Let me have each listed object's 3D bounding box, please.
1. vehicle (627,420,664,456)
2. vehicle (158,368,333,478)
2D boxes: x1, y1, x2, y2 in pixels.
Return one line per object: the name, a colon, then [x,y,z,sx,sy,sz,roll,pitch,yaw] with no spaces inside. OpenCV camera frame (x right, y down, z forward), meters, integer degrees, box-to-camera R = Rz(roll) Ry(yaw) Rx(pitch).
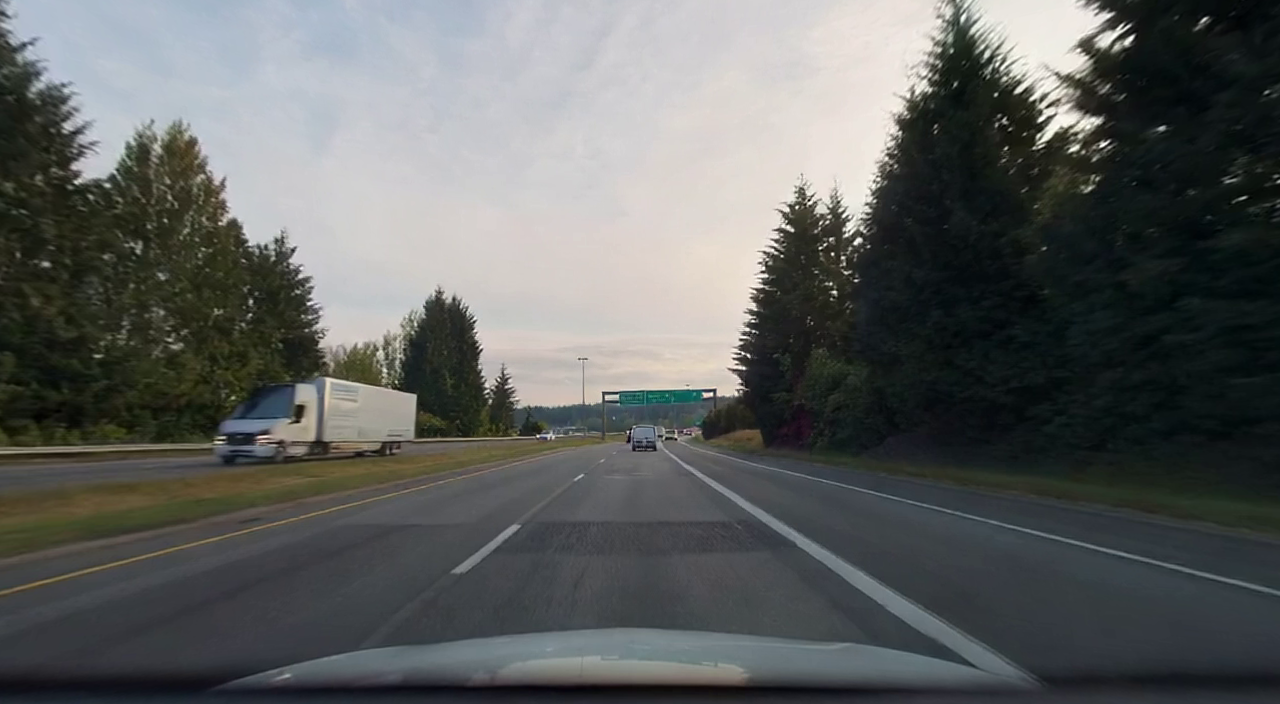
vehicle: [0.351,5.996,43.830,2.450,2.314,4.753,0,-8,-1]
vehicle: [-15.248,2.873,25.037,3.006,3.818,5.823,0,-8,0]
